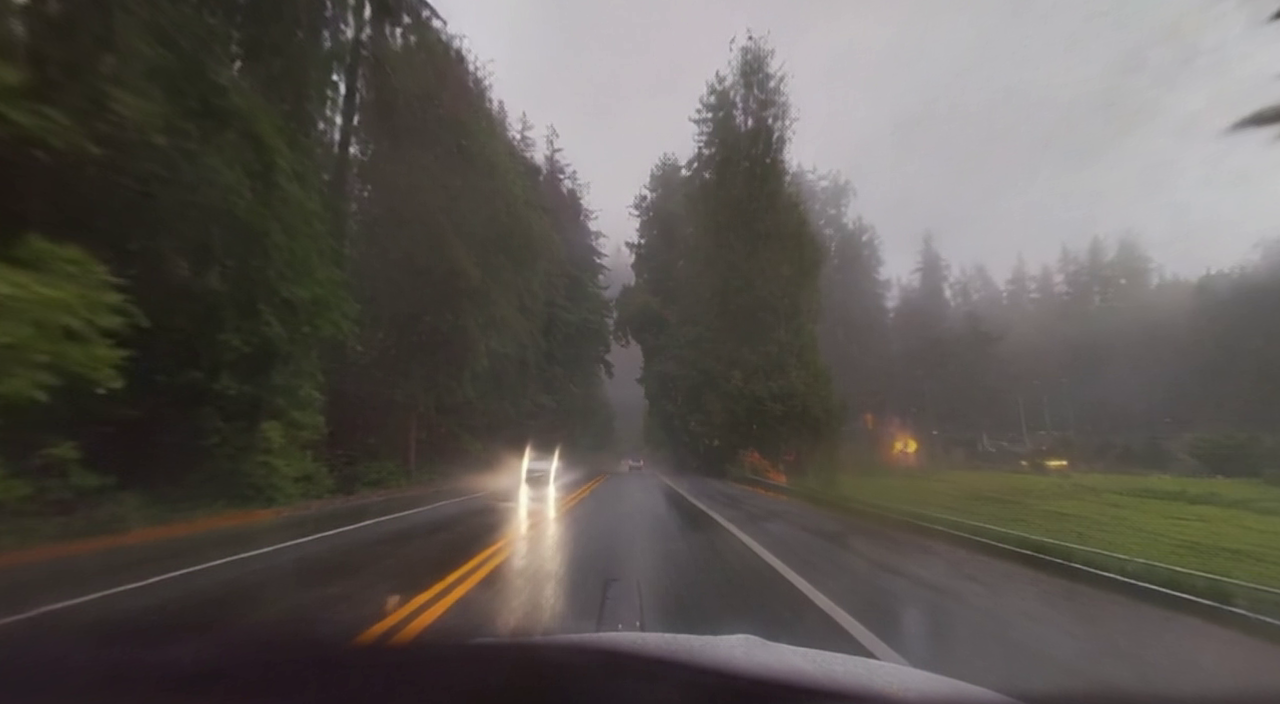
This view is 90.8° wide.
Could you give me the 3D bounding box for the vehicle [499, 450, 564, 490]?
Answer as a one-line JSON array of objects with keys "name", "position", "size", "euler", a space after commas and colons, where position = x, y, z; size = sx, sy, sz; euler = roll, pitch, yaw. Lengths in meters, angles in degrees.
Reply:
[{"name": "vehicle", "position": [-4.678, 5.158, 27.983], "size": [2.080, 1.512, 4.450], "euler": [-1, -8, 0]}]
